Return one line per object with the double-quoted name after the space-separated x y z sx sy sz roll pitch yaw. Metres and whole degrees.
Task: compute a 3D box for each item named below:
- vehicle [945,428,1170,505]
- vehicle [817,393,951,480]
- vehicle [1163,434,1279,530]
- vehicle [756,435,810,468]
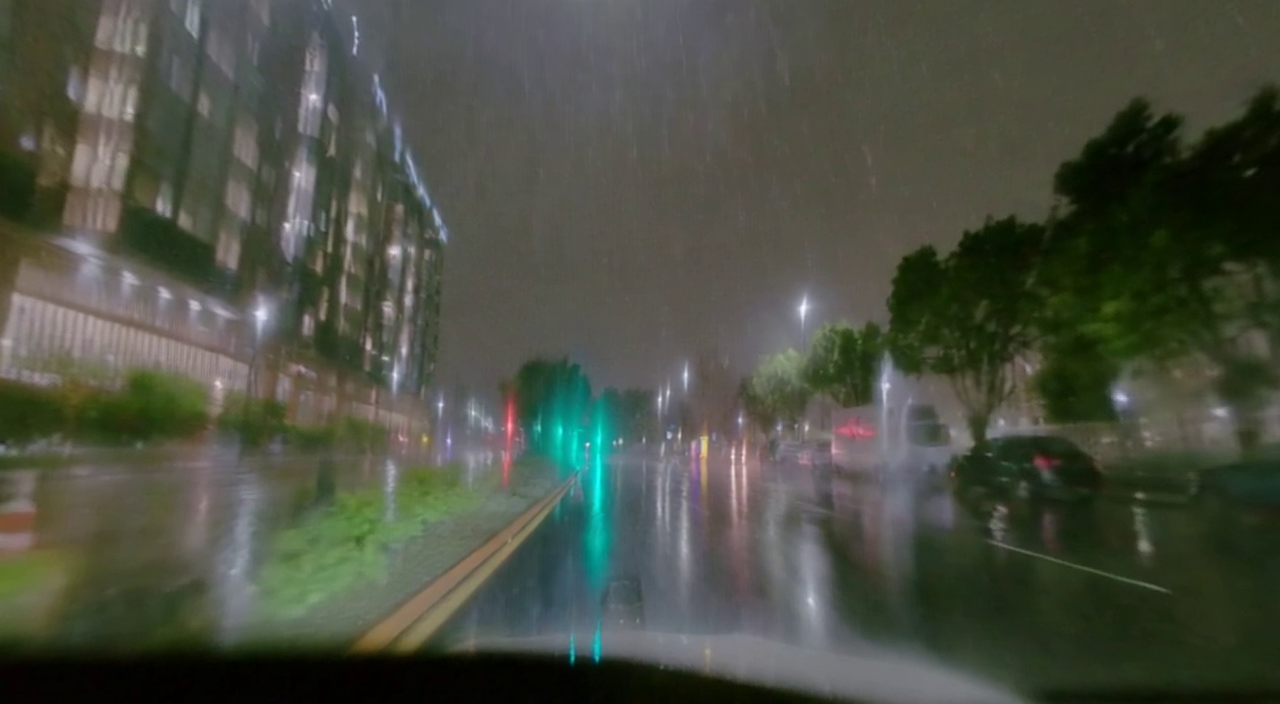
10.698 2.985 16.962 2.050 1.699 5.584 0 -9 -2 "vehicle"
10.116 3.666 27.132 2.853 3.253 6.441 0 -9 -3 "vehicle"
11.000 2.025 9.834 1.801 1.489 4.339 0 -9 -4 "vehicle"
9.193 6.446 40.979 1.916 1.889 4.675 4 -9 -6 "vehicle"
